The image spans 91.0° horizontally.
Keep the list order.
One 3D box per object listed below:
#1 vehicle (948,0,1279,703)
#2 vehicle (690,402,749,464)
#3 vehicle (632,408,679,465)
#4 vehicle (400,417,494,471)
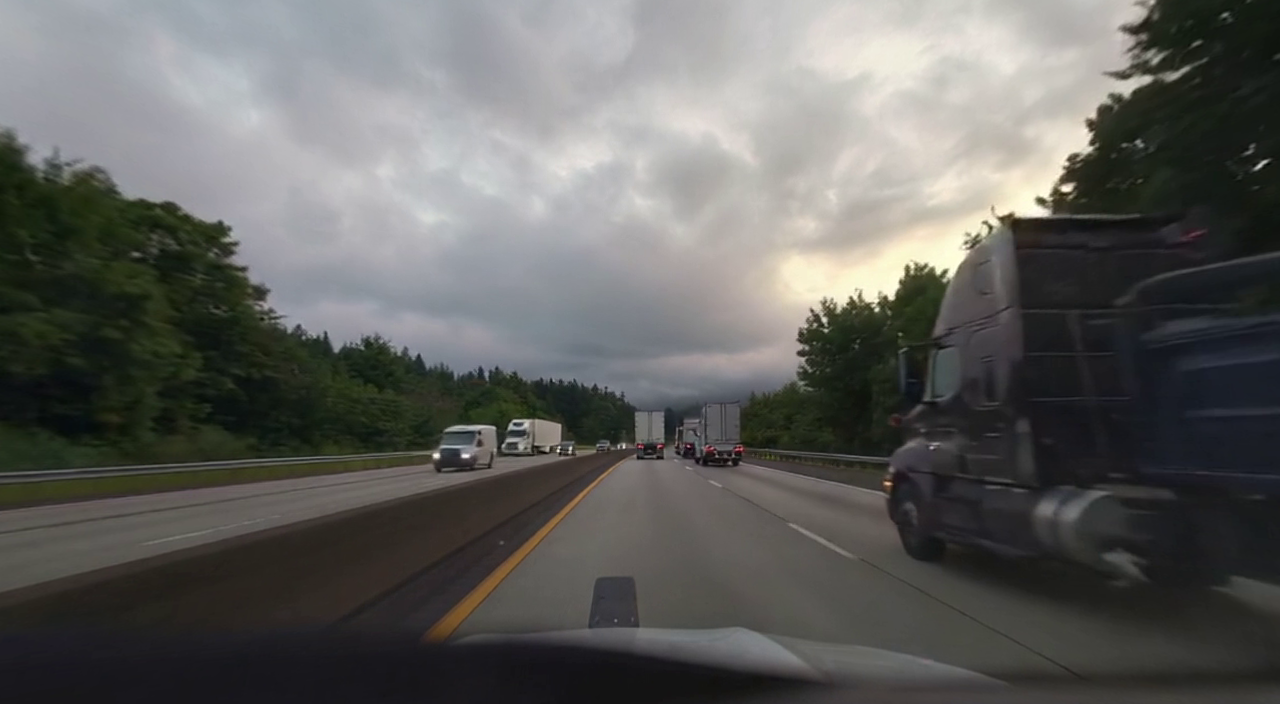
[{"bbox_3d":[4.725,-0.198,3.277,3.012,3.936,5.848,0,-8,-1],"label":"vehicle"},{"bbox_3d":[4.912,5.215,40.213,2.956,3.604,6.277,0,-8,1],"label":"vehicle"},{"bbox_3d":[0.872,5.363,39.977,2.644,3.247,7.454,0,-8,0],"label":"vehicle"},{"bbox_3d":[-8.634,4.213,28.981,2.193,2.189,6.439,-1,-8,1],"label":"vehicle"}]
